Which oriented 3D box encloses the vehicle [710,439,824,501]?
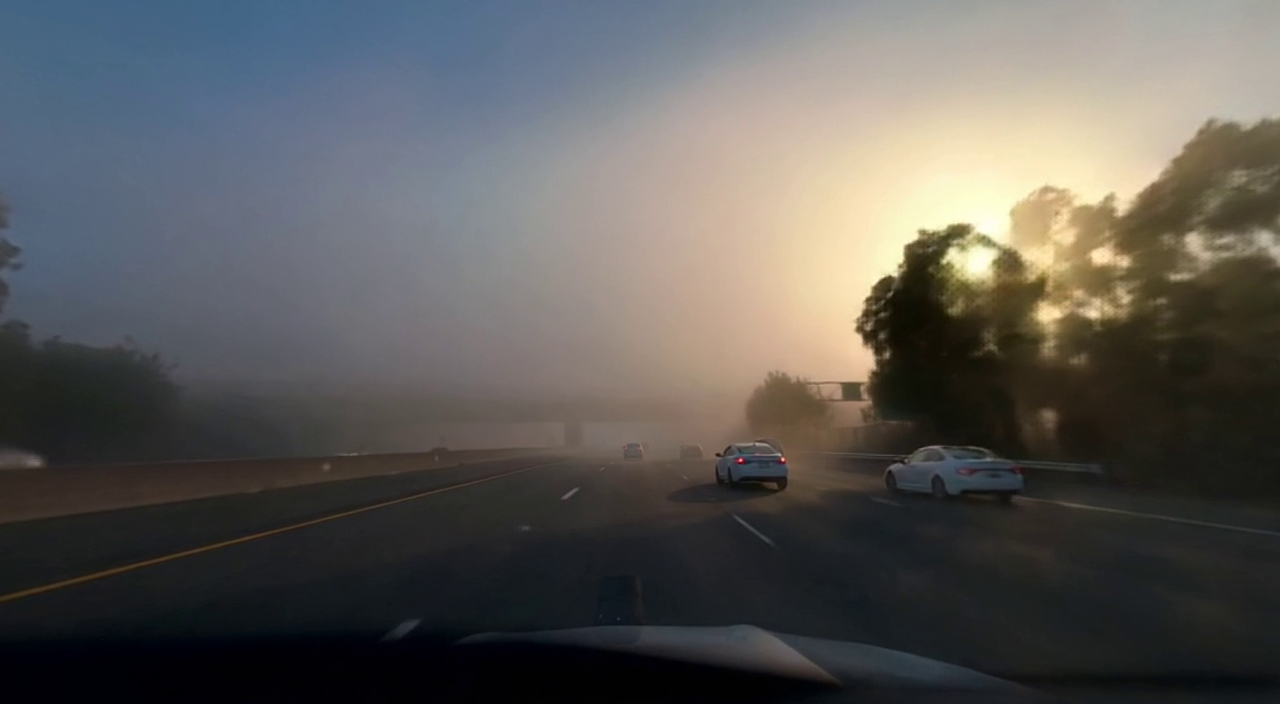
[{"bbox_3d":[3.295,3.159,17.396,2.076,1.472,4.562,0,-9,-1],"label":"vehicle"}]

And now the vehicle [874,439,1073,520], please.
[{"bbox_3d":[7.174,2.755,14.264,1.946,1.497,4.467,0,-9,-2],"label":"vehicle"}]
